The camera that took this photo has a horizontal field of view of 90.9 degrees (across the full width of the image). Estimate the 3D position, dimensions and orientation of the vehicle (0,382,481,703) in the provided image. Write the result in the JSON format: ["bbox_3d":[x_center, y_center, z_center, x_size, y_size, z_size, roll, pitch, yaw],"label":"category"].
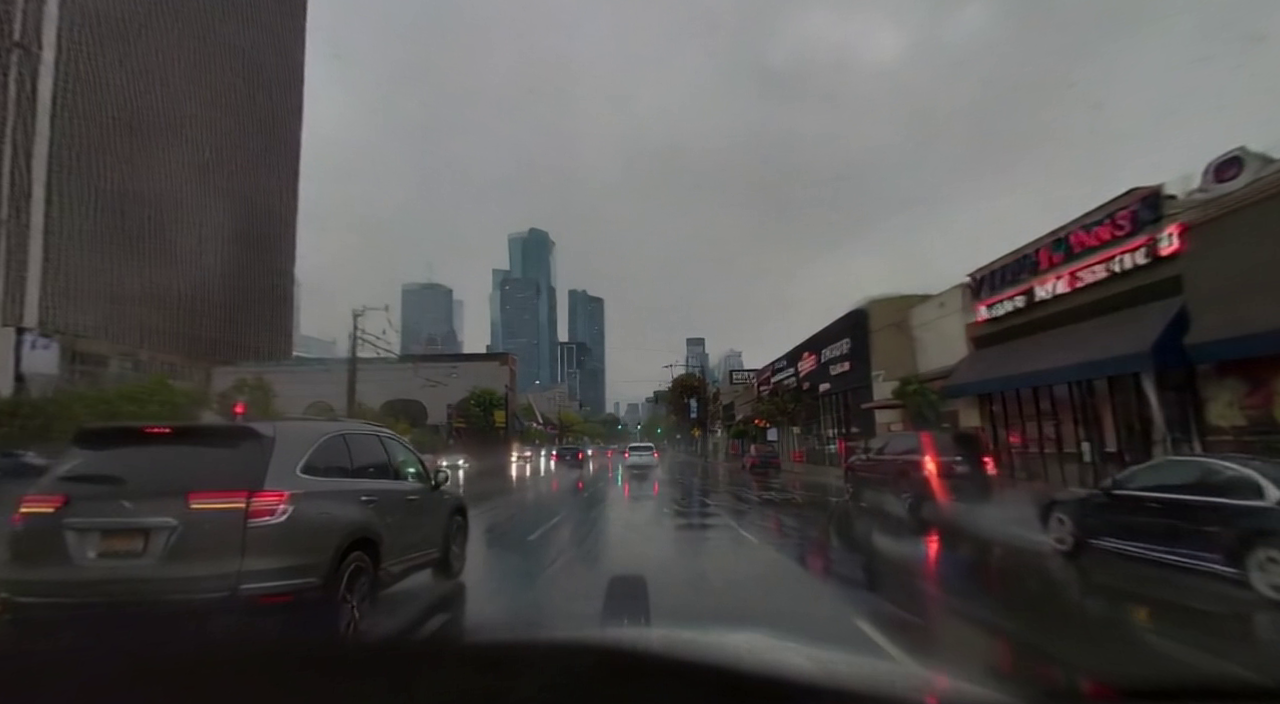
[{"bbox_3d":[-3.000,1.308,5.413,2.049,1.646,4.445,0,-9,1],"label":"vehicle"}]

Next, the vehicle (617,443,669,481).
[{"bbox_3d":[0.118,4.656,26.928,2.037,1.484,4.073,0,-9,0],"label":"vehicle"}]

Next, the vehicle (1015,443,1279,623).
[{"bbox_3d":[6.235,1.691,6.552,1.944,1.462,4.406,0,-9,0],"label":"vehicle"}]

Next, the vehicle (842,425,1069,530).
[{"bbox_3d":[6.332,2.571,13.587,2.159,1.817,5.056,0,-9,-2],"label":"vehicle"}]

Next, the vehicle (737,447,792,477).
[{"bbox_3d":[6.689,5.930,34.281,2.014,1.495,4.562,0,-9,-1],"label":"vehicle"}]

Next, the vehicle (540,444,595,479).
[{"bbox_3d":[-3.219,4.955,28.768,1.950,1.450,4.257,0,-9,1],"label":"vehicle"}]
